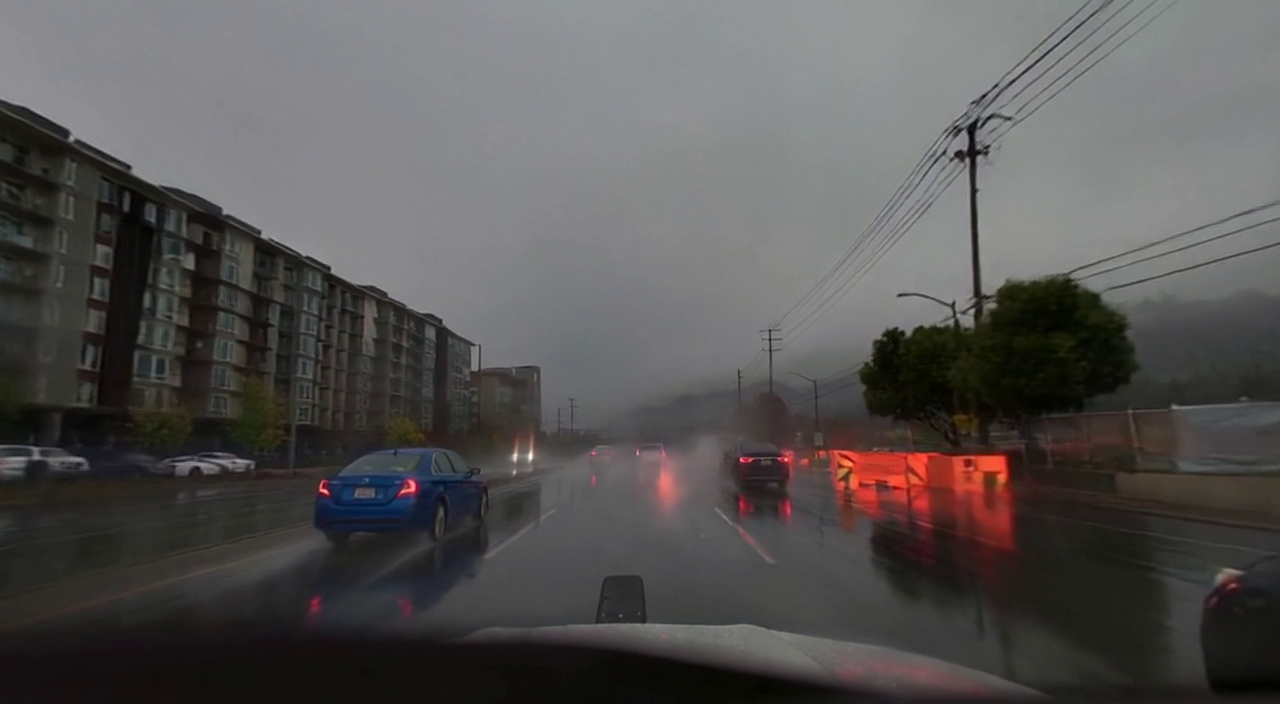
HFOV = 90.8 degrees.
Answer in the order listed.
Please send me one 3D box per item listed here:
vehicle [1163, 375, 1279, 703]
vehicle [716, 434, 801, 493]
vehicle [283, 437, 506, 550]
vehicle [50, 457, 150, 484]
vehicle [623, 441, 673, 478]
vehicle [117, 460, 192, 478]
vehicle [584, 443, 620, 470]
[{"bbox_3d":[3.439,0.662,0.870,1.975,1.598,4.025,0,-9,1],"label":"vehicle"},{"bbox_3d":[3.871,3.721,21.441,2.029,1.797,4.218,0,-8,-1],"label":"vehicle"},{"bbox_3d":[-3.682,2.177,10.476,1.968,1.473,4.209,0,-8,0],"label":"vehicle"},{"bbox_3d":[-35.892,7.873,42.099,4.614,1.668,2.011,1,-9,-7],"label":"vehicle"},{"bbox_3d":[0.388,5.267,31.269,2.291,1.714,4.217,0,-8,1],"label":"vehicle"},{"bbox_3d":[-36.536,8.786,47.602,4.090,1.271,1.813,0,-8,-2],"label":"vehicle"},{"bbox_3d":[-2.696,7.518,45.506,2.190,1.832,4.417,0,-8,1],"label":"vehicle"}]
